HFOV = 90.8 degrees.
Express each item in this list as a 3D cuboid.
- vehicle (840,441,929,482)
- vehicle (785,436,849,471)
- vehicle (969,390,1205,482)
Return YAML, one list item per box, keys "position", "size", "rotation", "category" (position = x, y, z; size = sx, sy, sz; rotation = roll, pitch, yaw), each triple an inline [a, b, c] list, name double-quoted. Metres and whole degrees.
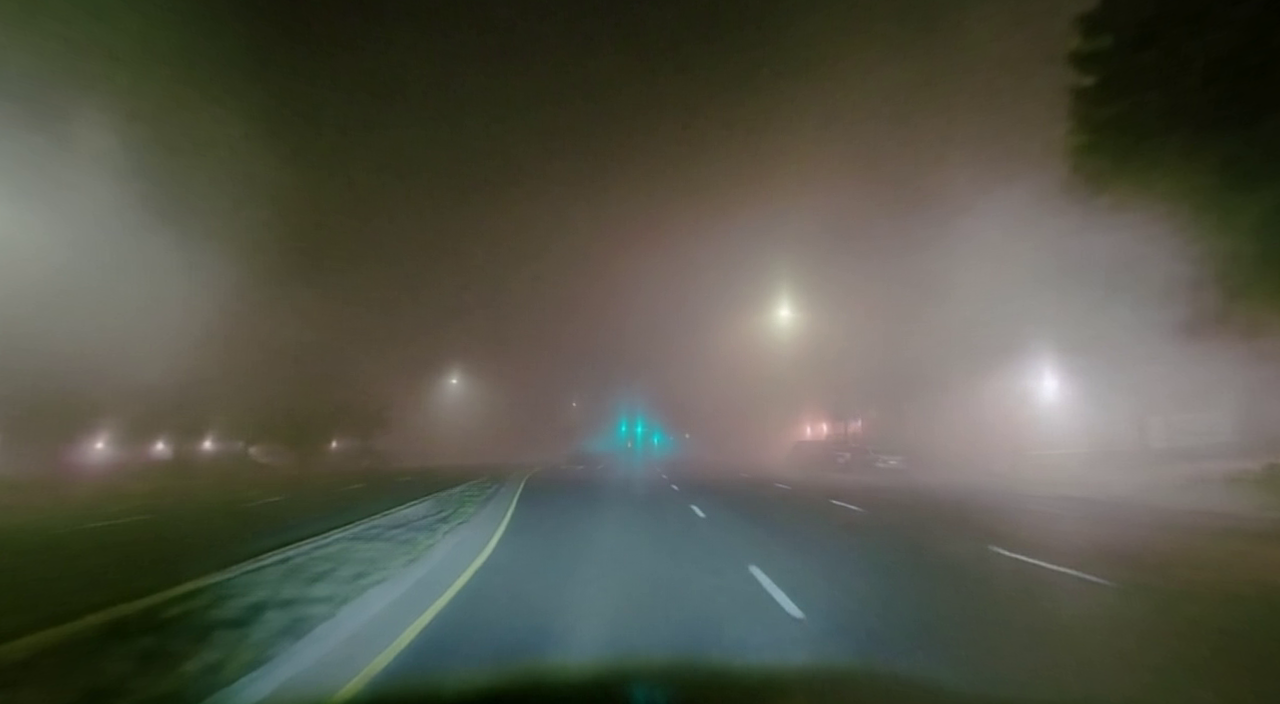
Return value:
- position: [10.286, 4.618, 26.933]
  size: [1.931, 1.565, 4.043]
  rotation: [1, -9, -4]
  category: "vehicle"
- position: [10.031, 5.796, 36.299]
  size: [2.092, 1.848, 4.879]
  rotation: [0, -8, -2]
  category: "vehicle"
- position: [17.101, 3.269, 24.585]
  size: [6.927, 3.298, 2.751]
  rotation: [0, -8, 0]
  category: "vehicle"
